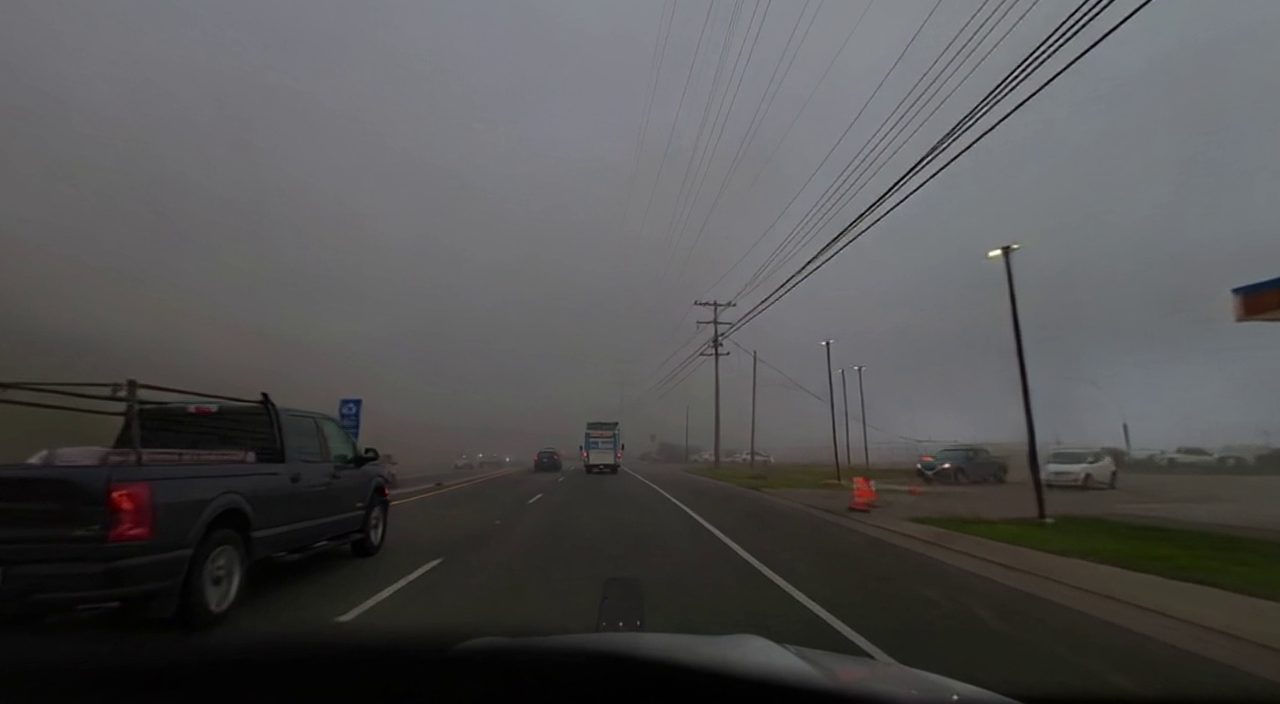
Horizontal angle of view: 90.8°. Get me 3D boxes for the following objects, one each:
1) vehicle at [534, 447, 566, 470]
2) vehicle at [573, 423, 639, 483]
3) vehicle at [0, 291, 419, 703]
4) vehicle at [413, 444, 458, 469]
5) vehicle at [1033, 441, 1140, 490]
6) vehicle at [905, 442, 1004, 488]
[{"bbox_3d":[-6.319,7.504,44.782,1.972,1.496,4.150,1,-9,-5],"label":"vehicle"},{"bbox_3d":[-1.468,4.251,26.861,2.486,2.280,5.291,1,-9,-4],"label":"vehicle"},{"bbox_3d":[-4.054,1.140,5.473,2.345,2.012,5.693,0,-9,-2],"label":"vehicle"},{"bbox_3d":[-15.739,8.046,48.862,2.202,1.785,4.684,1,-9,-5],"label":"vehicle"},{"bbox_3d":[19.217,4.793,27.118,5.424,1.844,2.255,7,-11,-39],"label":"vehicle"},{"bbox_3d":[14.450,5.087,28.886,5.331,1.917,2.166,8,-11,-42],"label":"vehicle"}]
